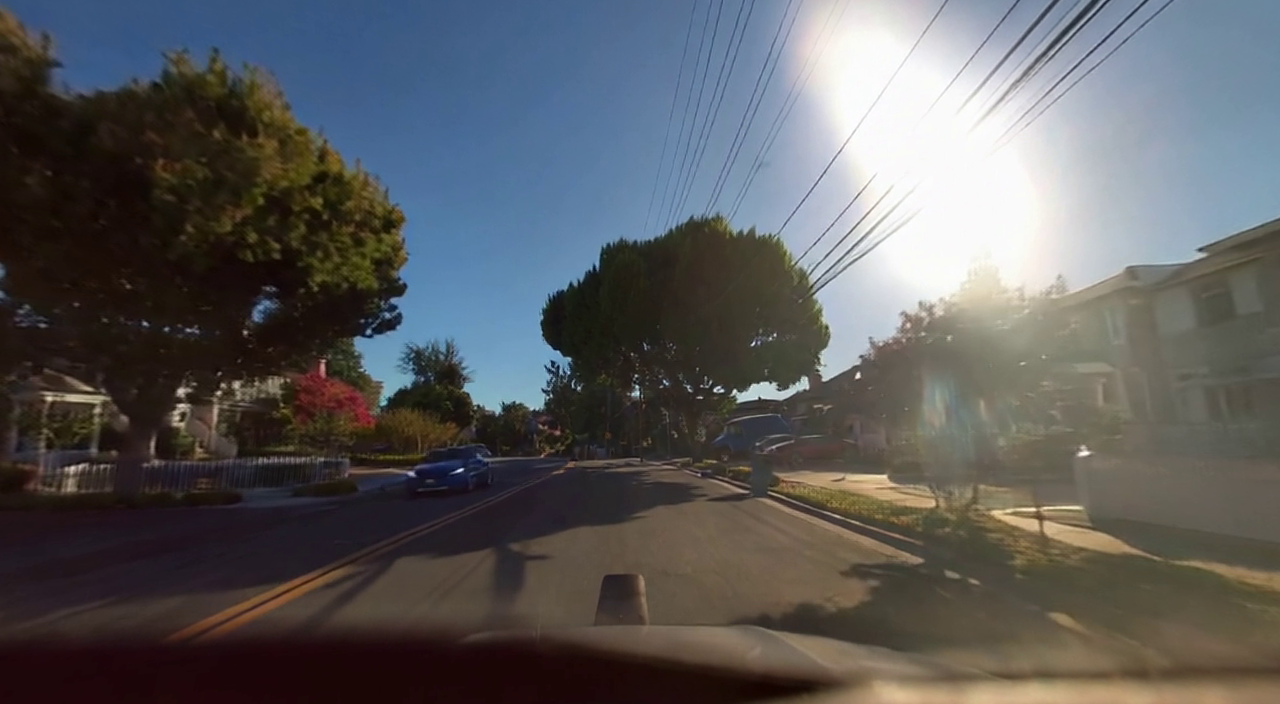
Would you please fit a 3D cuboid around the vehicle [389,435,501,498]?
[{"bbox_3d":[-5.231,3.092,17.604,1.892,1.501,4.335,0,-8,-2],"label":"vehicle"}]

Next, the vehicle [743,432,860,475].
[{"bbox_3d":[6.842,4.346,27.144,4.412,1.565,1.957,-3,-8,-2],"label":"vehicle"}]

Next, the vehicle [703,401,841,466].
[{"bbox_3d":[7.496,4.705,36.338,7.115,3.010,2.378,-4,-9,-8],"label":"vehicle"}]
